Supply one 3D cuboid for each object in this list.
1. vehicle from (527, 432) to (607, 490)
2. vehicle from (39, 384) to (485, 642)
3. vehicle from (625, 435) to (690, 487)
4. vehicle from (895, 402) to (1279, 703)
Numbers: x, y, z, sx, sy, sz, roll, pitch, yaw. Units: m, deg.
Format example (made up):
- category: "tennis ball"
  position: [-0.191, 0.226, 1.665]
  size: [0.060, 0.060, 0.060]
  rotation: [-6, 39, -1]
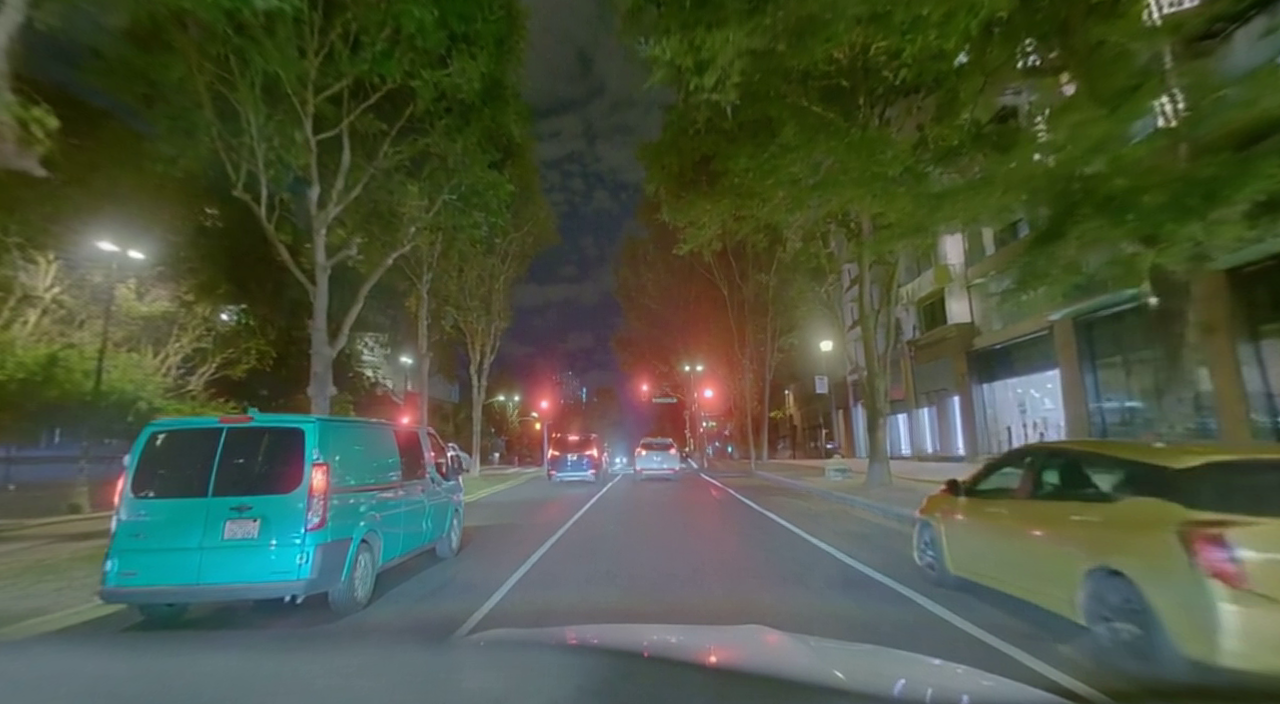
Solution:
- category: "vehicle"
  position: [-2.387, 3.731, 21.888]
  size: [2.124, 1.799, 4.587]
  rotation: [0, -8, 2]
- category: "vehicle"
  position: [-3.024, 1.365, 6.221]
  size: [1.940, 1.722, 3.823]
  rotation: [0, -8, 1]
- category: "vehicle"
  position: [0.652, 3.997, 23.370]
  size: [2.205, 1.727, 3.917]
  rotation: [0, -8, 2]
- category: "vehicle"
  position: [3.571, 1.181, 4.075]
  size: [2.067, 1.479, 4.409]
  rotation: [0, -8, 1]
